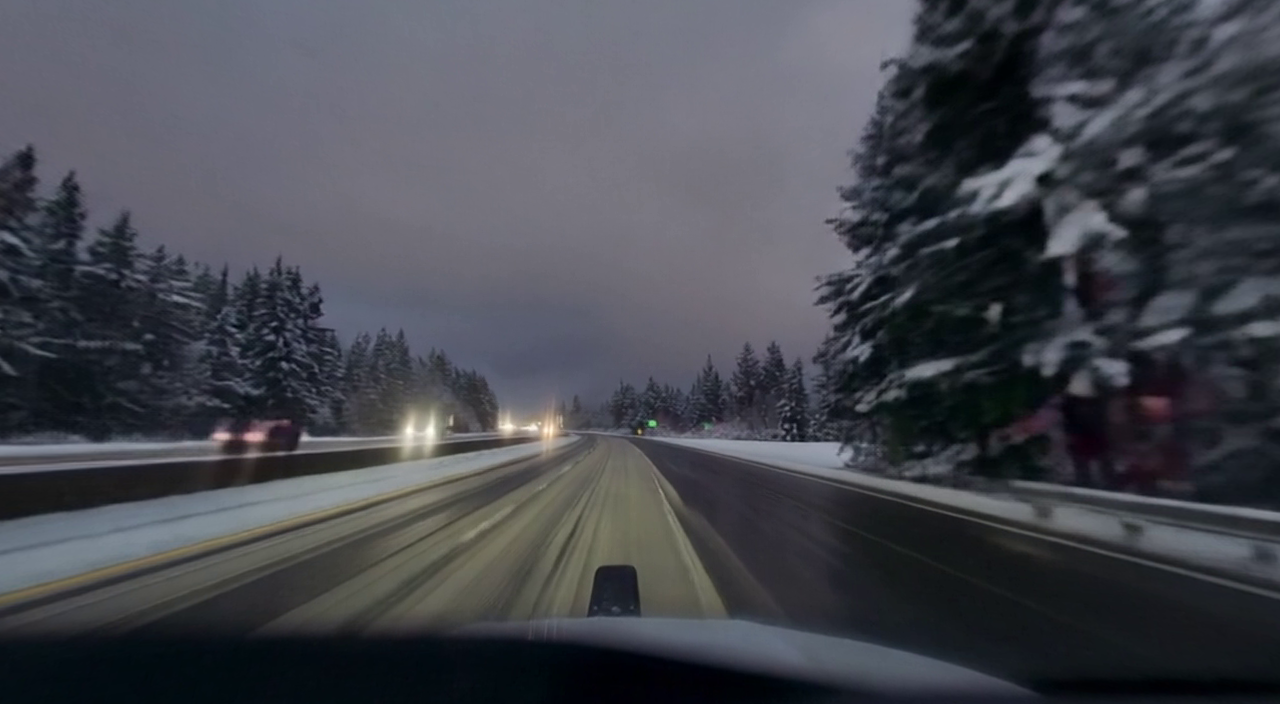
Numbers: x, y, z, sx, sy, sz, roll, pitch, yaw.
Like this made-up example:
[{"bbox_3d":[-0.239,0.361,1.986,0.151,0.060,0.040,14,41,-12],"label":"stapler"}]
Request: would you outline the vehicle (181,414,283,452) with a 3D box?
[{"bbox_3d":[-16.808,3.367,26.204,1.730,1.441,3.830,0,-8,-2],"label":"vehicle"}]
